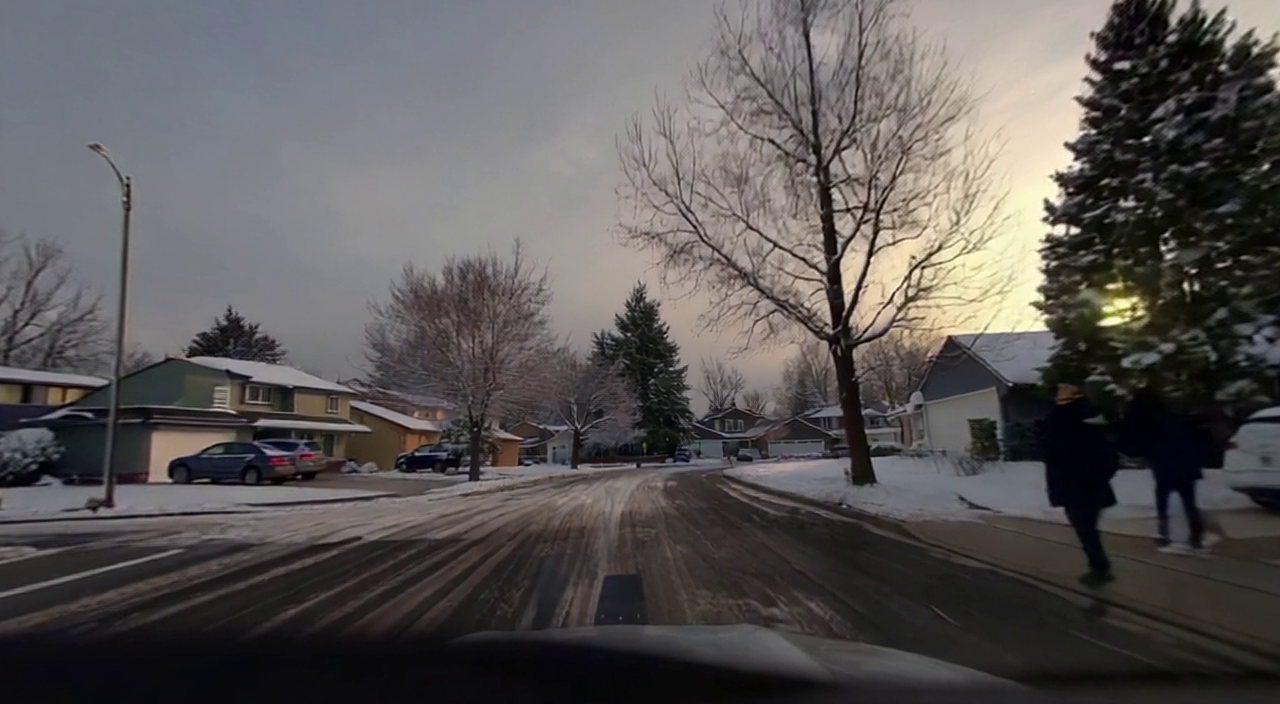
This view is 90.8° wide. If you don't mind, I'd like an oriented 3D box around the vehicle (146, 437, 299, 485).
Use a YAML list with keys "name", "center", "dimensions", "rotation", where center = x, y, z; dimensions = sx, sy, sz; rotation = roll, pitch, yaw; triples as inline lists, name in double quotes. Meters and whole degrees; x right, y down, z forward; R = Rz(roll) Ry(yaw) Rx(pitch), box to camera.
- name: "vehicle"
  center: [-16.685, 4.374, 25.475]
  dimensions: [4.581, 1.811, 2.145]
  rotation: [0, -9, -2]
